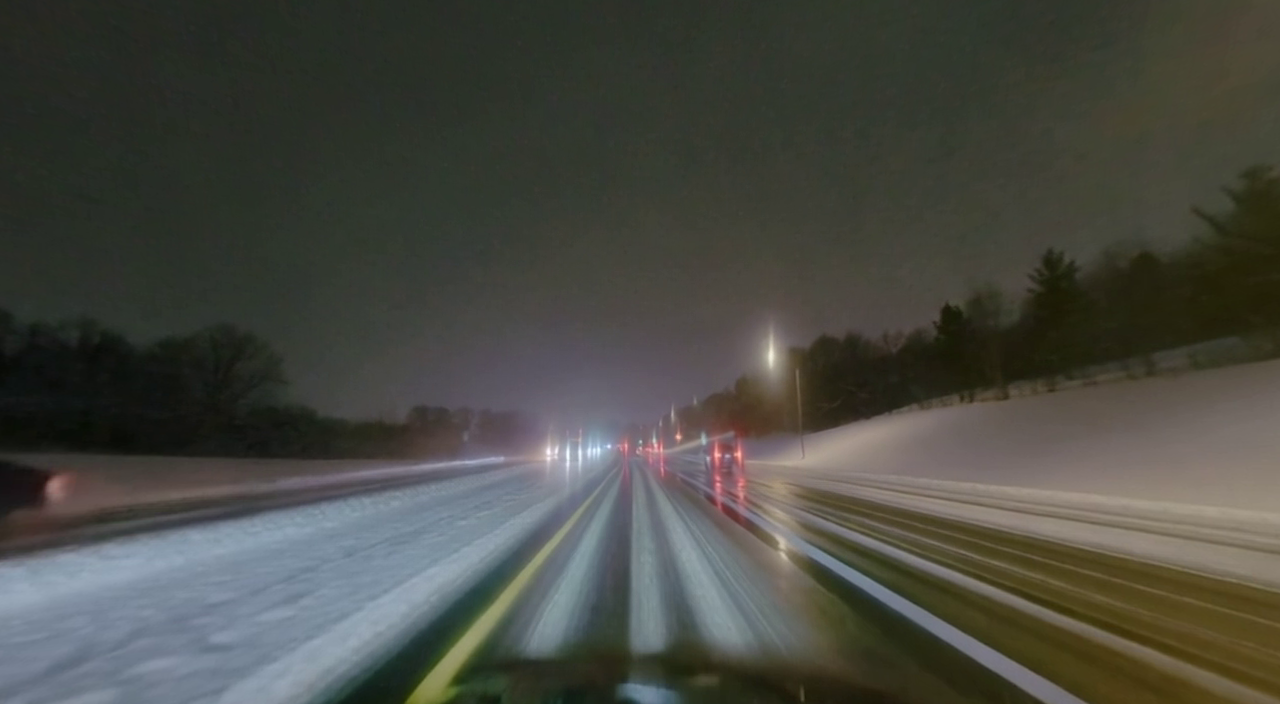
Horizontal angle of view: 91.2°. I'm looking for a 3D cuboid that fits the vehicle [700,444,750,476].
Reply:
[{"bbox_3d":[4.213,5.399,31.549,1.917,1.488,3.693,0,-9,-1],"label":"vehicle"}]
